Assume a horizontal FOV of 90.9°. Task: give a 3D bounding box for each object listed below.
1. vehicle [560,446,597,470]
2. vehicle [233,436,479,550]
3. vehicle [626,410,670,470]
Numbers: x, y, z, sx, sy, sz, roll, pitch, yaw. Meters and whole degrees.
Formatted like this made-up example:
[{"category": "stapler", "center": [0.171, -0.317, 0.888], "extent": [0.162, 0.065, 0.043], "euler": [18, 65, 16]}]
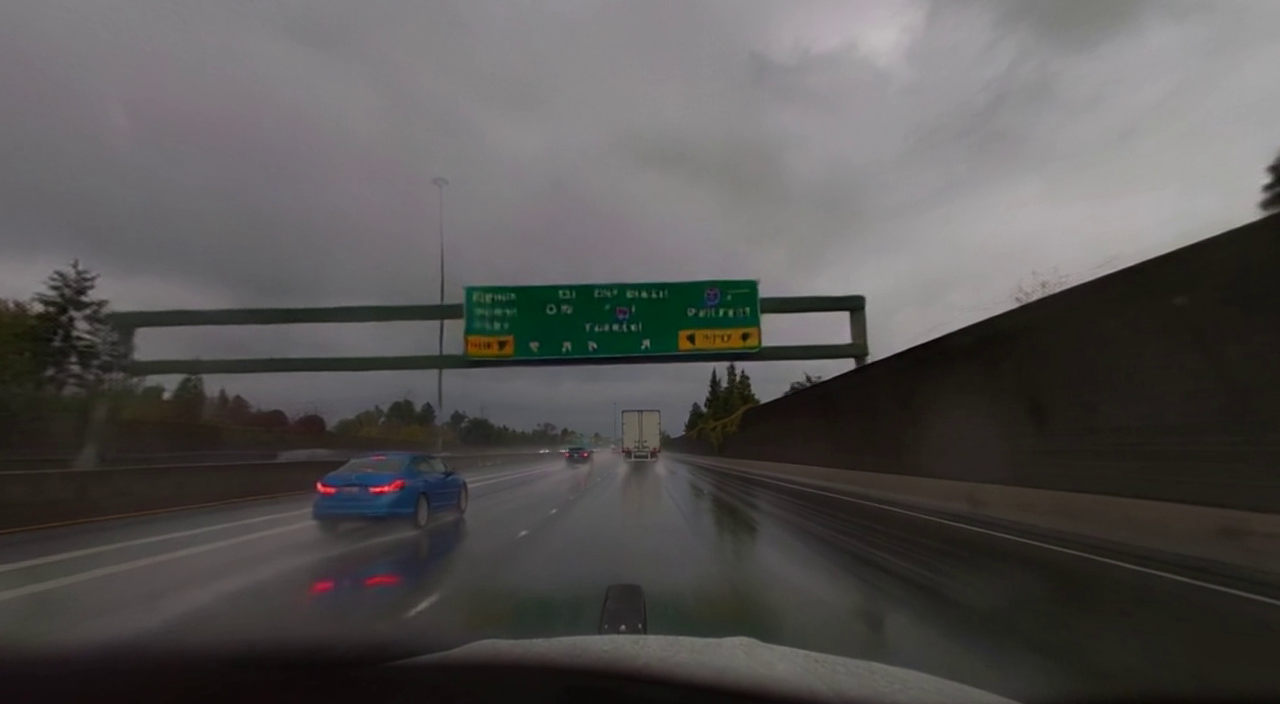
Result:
[{"category": "vehicle", "center": [-4.046, 7.015, 41.950], "extent": [1.974, 1.531, 4.429], "euler": [0, -9, 0]}, {"category": "vehicle", "center": [-4.345, 2.216, 10.698], "extent": [1.977, 1.478, 4.702], "euler": [0, -9, 0]}, {"category": "vehicle", "center": [0.563, 6.721, 48.034], "extent": [2.980, 4.051, 10.359], "euler": [0, -9, 0]}]
